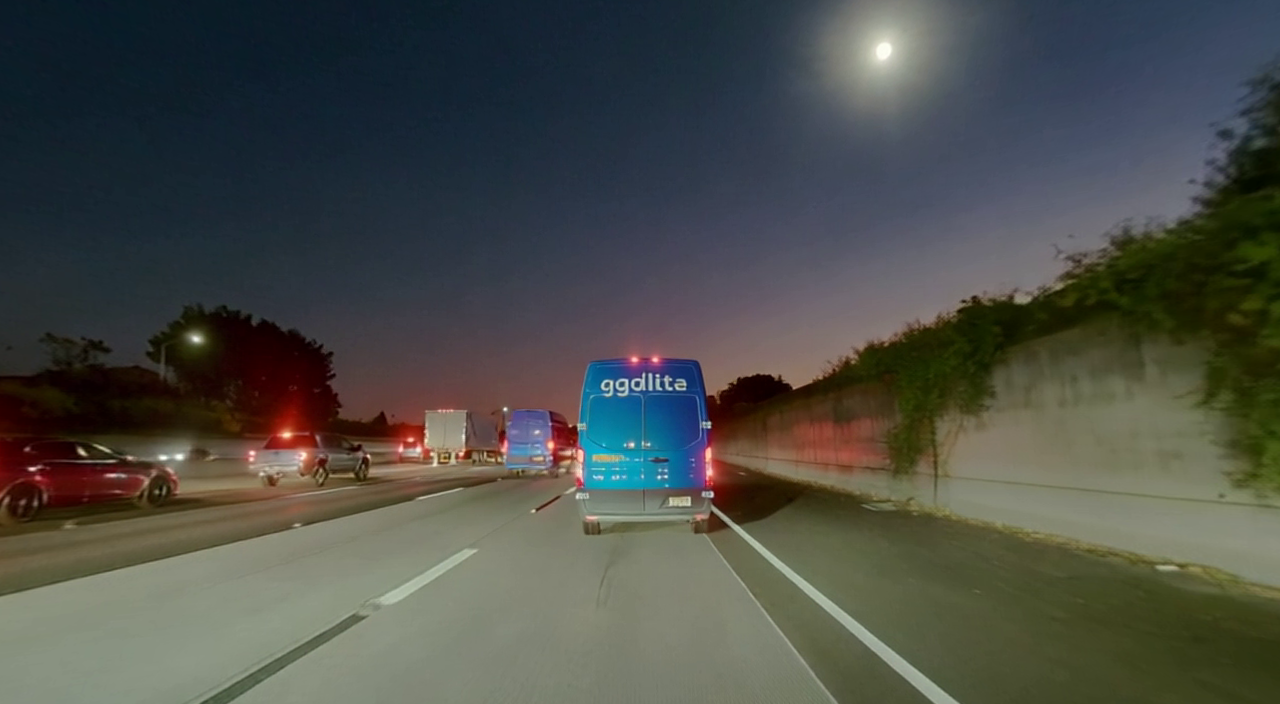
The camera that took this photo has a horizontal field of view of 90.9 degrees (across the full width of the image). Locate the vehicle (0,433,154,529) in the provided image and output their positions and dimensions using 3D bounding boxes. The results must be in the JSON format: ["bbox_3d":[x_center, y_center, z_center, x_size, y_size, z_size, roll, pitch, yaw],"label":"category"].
[{"bbox_3d":[-11.128,2.178,10.878,1.839,1.524,4.449,0,-9,2],"label":"vehicle"}]

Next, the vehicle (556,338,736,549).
[{"bbox_3d":[0.150,1.648,11.488,2.316,2.738,6.398,0,-9,1],"label":"vehicle"}]

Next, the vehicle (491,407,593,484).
[{"bbox_3d":[-3.329,3.387,22.845,2.729,2.439,5.418,0,-8,1],"label":"vehicle"}]

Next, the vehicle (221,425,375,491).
[{"bbox_3d":[-10.836,3.398,20.520,2.061,1.846,4.852,0,-9,3],"label":"vehicle"}]

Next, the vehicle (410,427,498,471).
[{"bbox_3d":[-9.818,5.193,33.938,2.566,2.158,5.957,-1,-8,4],"label":"vehicle"}]
